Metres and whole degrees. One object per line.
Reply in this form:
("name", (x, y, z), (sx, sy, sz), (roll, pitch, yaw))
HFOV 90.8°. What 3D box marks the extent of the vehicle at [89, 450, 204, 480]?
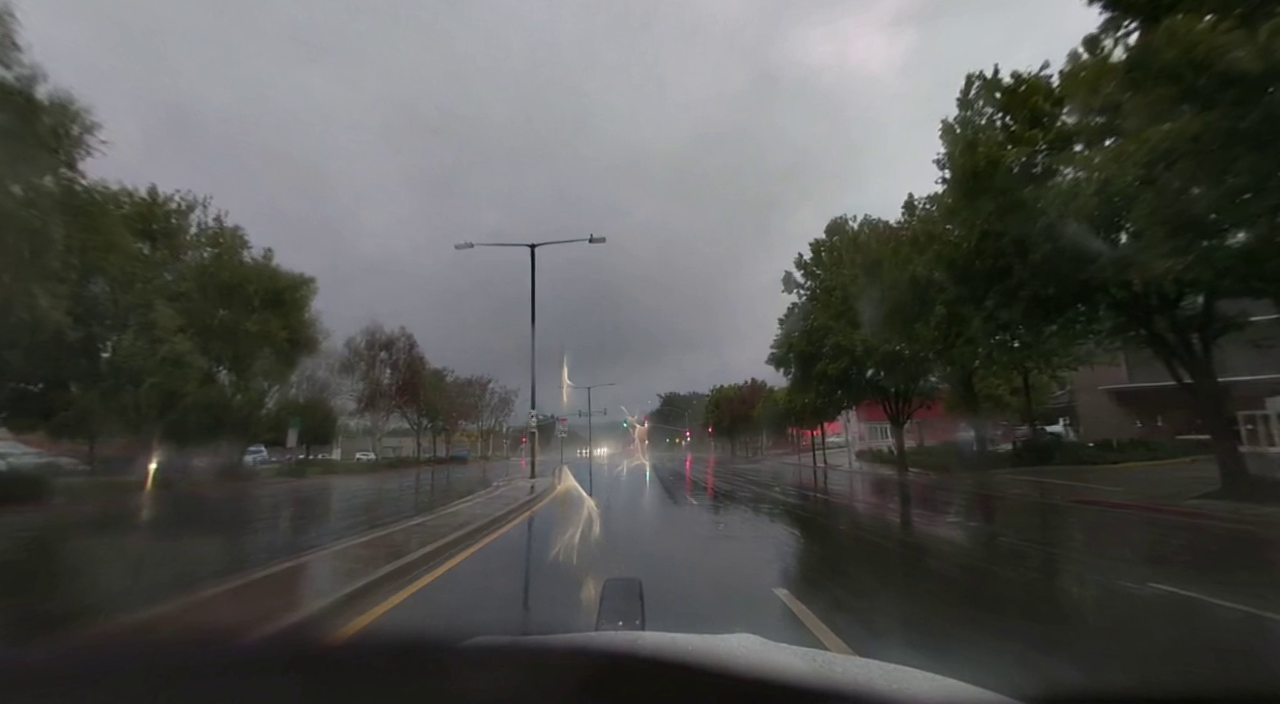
("vehicle", (-29.019, 6.657, 37.235), (5.122, 1.686, 1.967), (0, -9, 1))
